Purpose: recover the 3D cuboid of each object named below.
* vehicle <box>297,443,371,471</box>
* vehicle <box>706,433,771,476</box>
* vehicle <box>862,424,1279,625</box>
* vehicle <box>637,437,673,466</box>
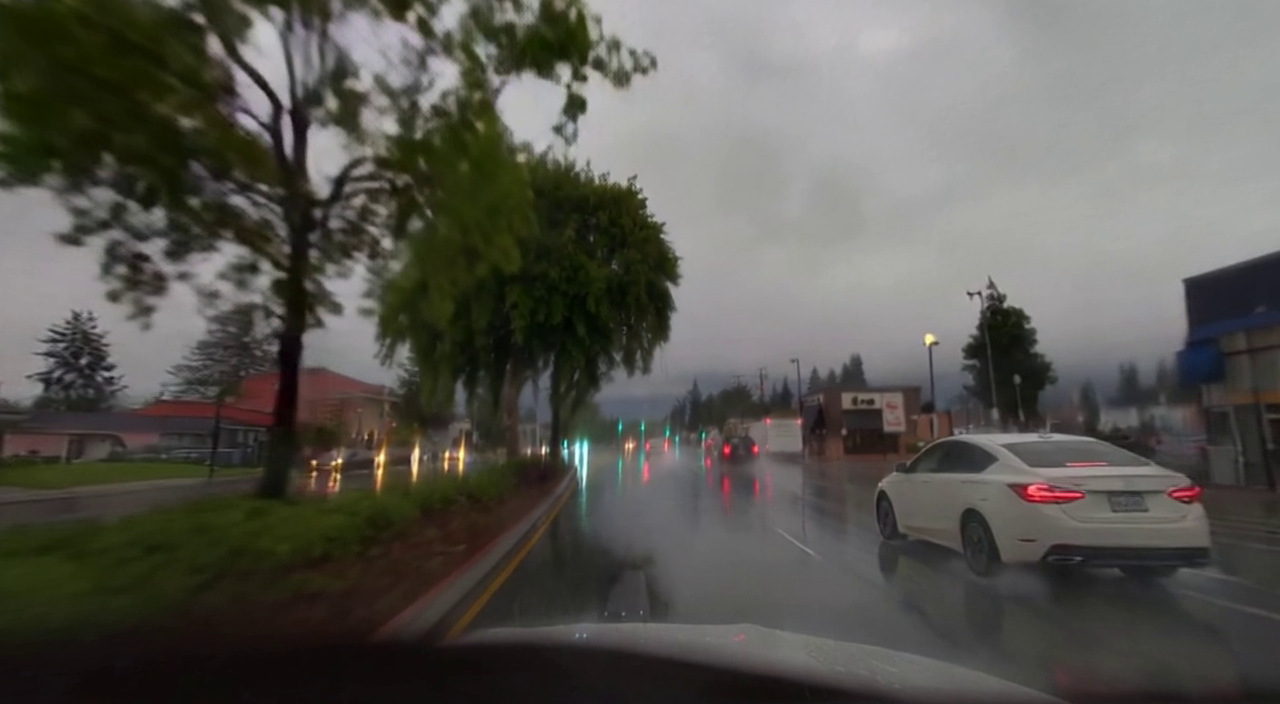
[{"bbox_3d":[-18.456,6.339,38.117,1.947,1.580,4.857,0,-9,1],"label":"vehicle"},{"bbox_3d":[4.175,4.441,27.329,2.115,1.692,4.189,0,-8,0],"label":"vehicle"},{"bbox_3d":[4.215,1.609,6.940,1.908,1.463,4.506,0,-8,1],"label":"vehicle"},{"bbox_3d":[0.910,6.036,38.279,2.098,1.682,3.778,0,-8,1],"label":"vehicle"}]
